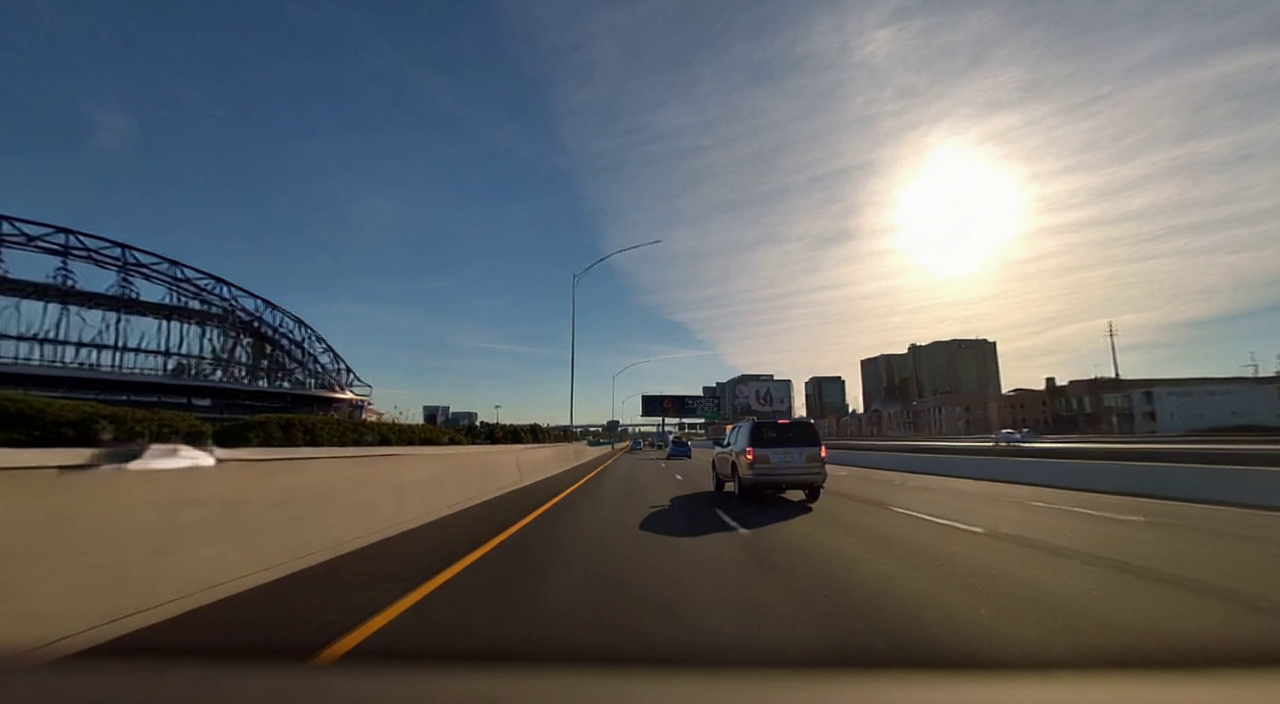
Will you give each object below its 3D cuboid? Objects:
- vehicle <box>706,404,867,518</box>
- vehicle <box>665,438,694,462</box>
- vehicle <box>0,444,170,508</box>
[{"bbox_3d":[2.859,2.294,13.745,2.199,2.002,4.970,0,-8,-1],"label":"vehicle"},{"bbox_3d":[2.993,7.580,49.145,1.973,1.774,4.092,0,-8,0],"label":"vehicle"},{"bbox_3d":[-18.149,3.903,20.488,2.021,1.773,4.909,0,-8,0],"label":"vehicle"}]
